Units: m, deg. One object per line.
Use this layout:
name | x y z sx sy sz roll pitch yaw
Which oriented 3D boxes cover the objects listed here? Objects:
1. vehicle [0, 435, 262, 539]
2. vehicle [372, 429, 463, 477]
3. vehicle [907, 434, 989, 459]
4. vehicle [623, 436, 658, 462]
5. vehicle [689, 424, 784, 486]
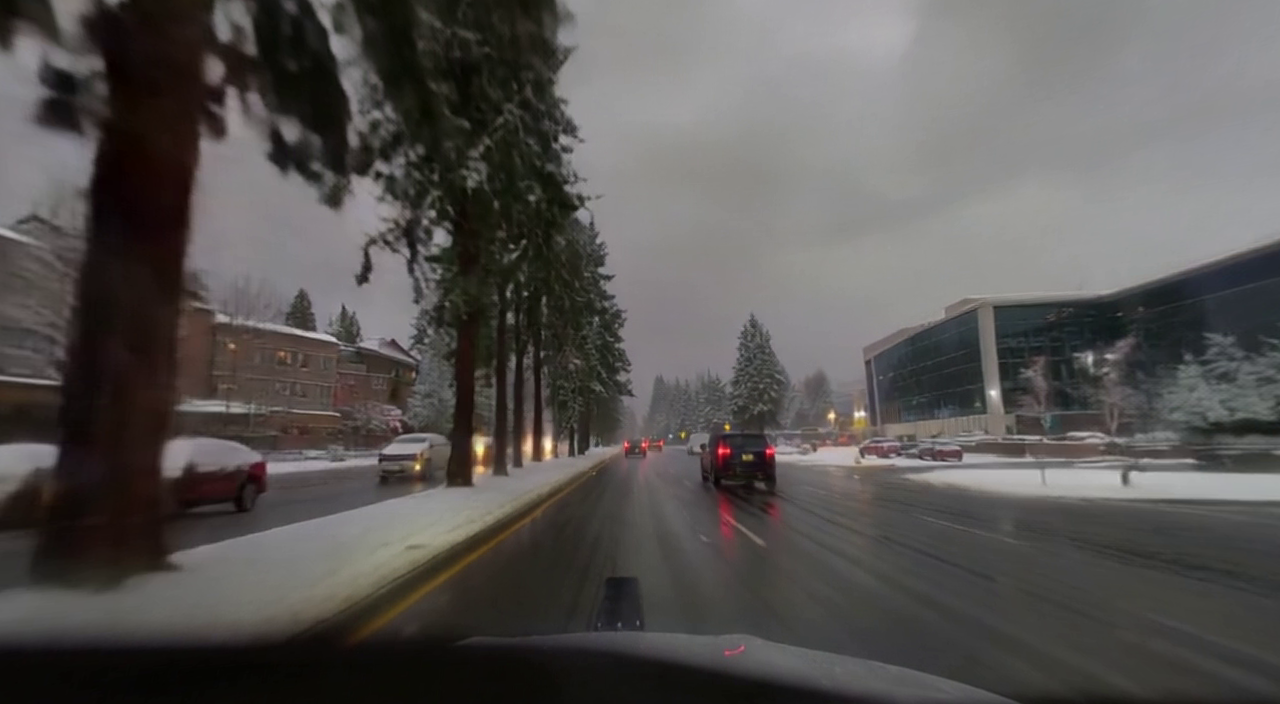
vehicle | -9.011 2.249 11.183 1.938 1.464 4.340 0 -9 0
vehicle | -9.429 4.345 27.316 2.165 1.863 4.880 0 -9 0
vehicle | 20.595 6.340 42.369 4.475 1.592 1.841 0 -9 -1
vehicle | 0.010 6.236 40.622 2.145 1.572 4.021 0 -9 -1
vehicle | 3.051 3.410 21.144 2.235 1.806 4.818 0 -9 -2
